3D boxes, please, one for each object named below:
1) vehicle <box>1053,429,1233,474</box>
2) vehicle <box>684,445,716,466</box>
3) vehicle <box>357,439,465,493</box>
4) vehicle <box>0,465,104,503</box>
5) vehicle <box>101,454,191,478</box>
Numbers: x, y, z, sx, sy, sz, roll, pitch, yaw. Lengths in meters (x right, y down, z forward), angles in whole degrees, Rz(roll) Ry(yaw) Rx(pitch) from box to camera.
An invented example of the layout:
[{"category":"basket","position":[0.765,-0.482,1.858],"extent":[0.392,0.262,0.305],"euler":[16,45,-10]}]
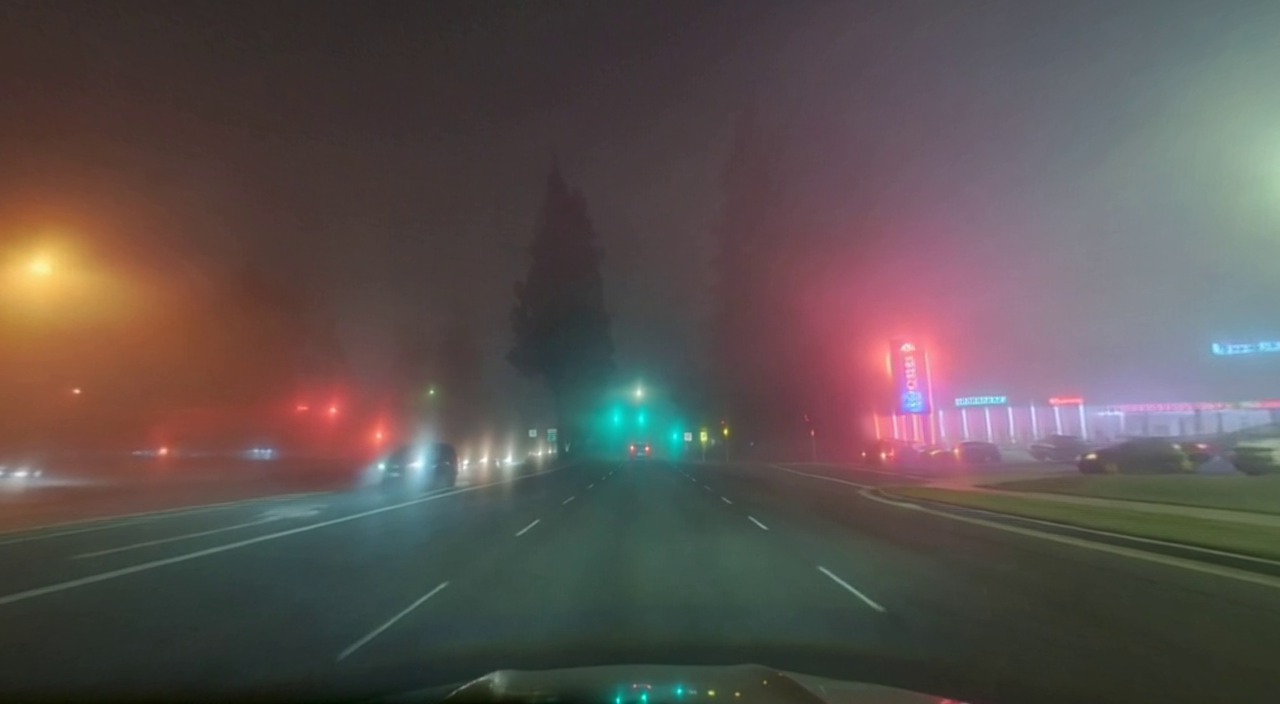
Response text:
[{"category":"vehicle","position":[16.877,3.360,21.375],"extent":[1.796,1.351,4.358],"euler":[6,-11,-36]},{"category":"vehicle","position":[4.460,7.795,47.588],"extent":[1.913,1.463,4.198],"euler":[0,-8,-1]},{"category":"vehicle","position":[-7.878,3.947,22.280],"extent":[2.231,1.650,5.052],"euler":[0,-8,-4]},{"category":"vehicle","position":[-27.222,5.908,28.424],"extent":[4.805,1.537,1.936],"euler":[-2,-9,11]},{"category":"vehicle","position":[-34.217,7.883,43.735],"extent":[4.520,1.524,2.075],"euler":[0,-8,1]}]
